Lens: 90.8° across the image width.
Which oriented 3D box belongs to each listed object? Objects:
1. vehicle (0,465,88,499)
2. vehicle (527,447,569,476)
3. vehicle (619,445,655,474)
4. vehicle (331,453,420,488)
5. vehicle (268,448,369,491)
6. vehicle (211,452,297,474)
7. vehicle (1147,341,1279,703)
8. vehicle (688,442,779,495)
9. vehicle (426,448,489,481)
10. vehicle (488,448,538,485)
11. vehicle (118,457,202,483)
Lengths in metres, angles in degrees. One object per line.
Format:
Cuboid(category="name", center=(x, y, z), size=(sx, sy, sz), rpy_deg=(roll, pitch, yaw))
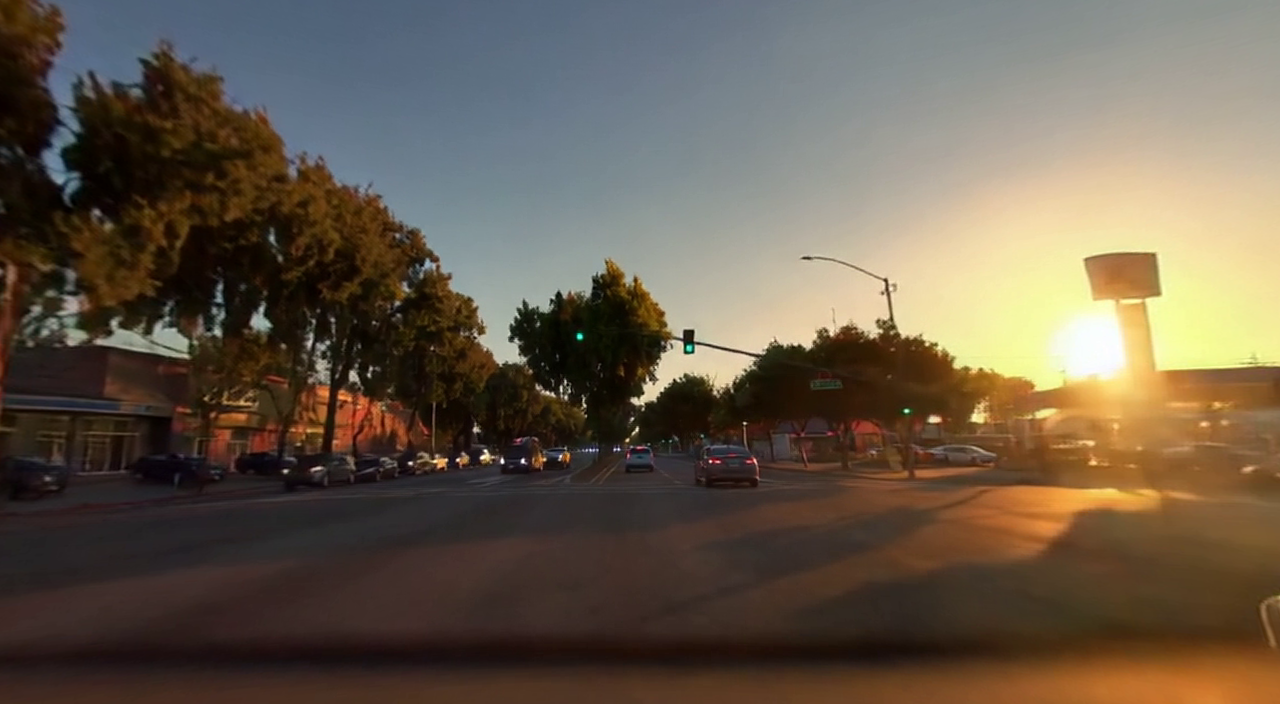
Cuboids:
Cuboid(category="vehicle", center=(-28.788, 5.995, 29.316), size=(4.323, 1.445, 2.002), rpy_deg=(1, -9, -2))
Cuboid(category="vehicle", center=(-5.429, 6.497, 37.770), size=(1.953, 1.526, 4.349), rpy_deg=(0, -8, -2))
Cuboid(category="vehicle", center=(-0.238, 6.424, 37.944), size=(2.029, 1.605, 3.827), rpy_deg=(0, -9, -2))
Cuboid(category="vehicle", center=(-12.691, 5.704, 30.767), size=(2.186, 1.532, 5.087), rpy_deg=(0, -9, -1))
Cuboid(category="vehicle", center=(-15.927, 5.794, 31.736), size=(2.191, 1.926, 5.787), rpy_deg=(0, -9, -2))
Cuboid(category="vehicle", center=(-29.706, 8.555, 48.678), size=(5.442, 1.645, 1.919), rpy_deg=(-1, -9, 4))
Cuboid(category="vehicle", center=(3.458, 0.491, 0.375), size=(2.117, 1.689, 5.113), rpy_deg=(0, -9, 1))
Cuboid(category="vehicle", center=(2.860, 3.695, 20.427), size=(2.061, 1.487, 4.462), rpy_deg=(0, -9, -2))
Cuboid(category="vehicle", center=(-9.274, 5.764, 32.535), size=(2.165, 1.557, 4.515), rpy_deg=(0, -9, -4))
Cuboid(category="vehicle", center=(-5.691, 5.141, 28.770), size=(1.972, 1.466, 4.493), rpy_deg=(2, -8, -8))
Cuboid(category="vehicle", center=(-28.622, 7.017, 37.737), size=(3.640, 1.462, 1.660), rpy_deg=(-1, -9, 1))
